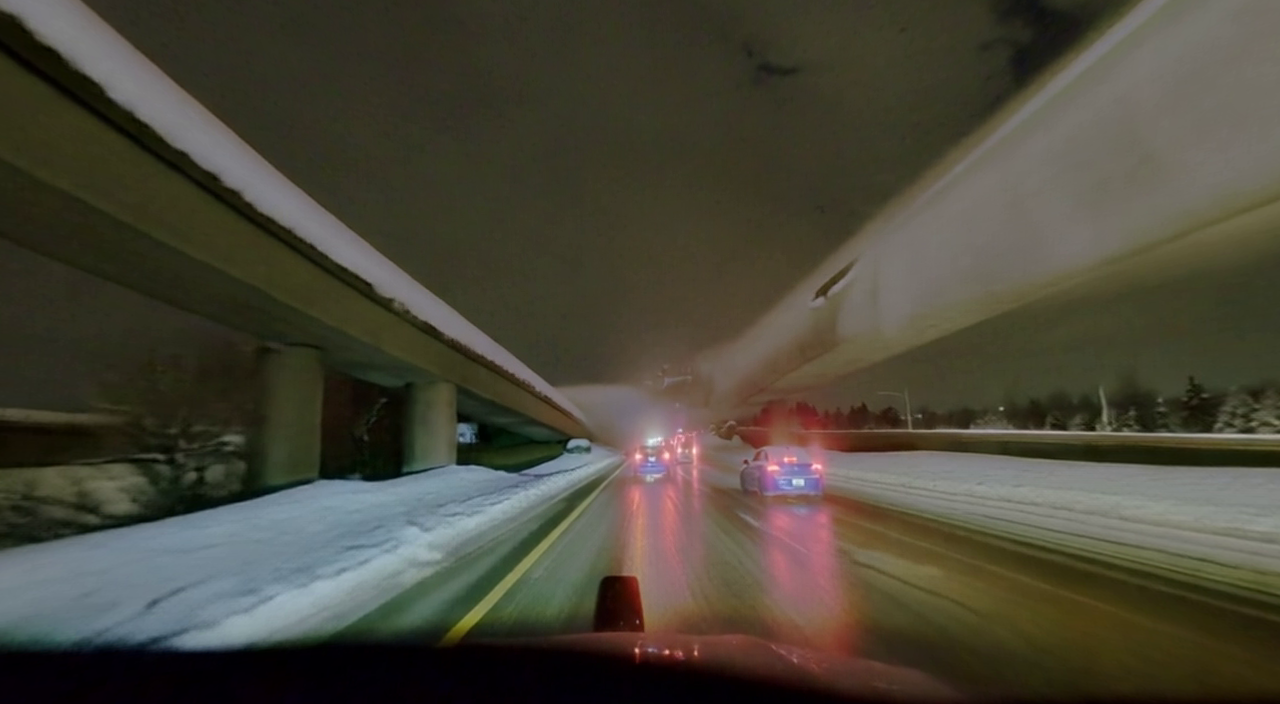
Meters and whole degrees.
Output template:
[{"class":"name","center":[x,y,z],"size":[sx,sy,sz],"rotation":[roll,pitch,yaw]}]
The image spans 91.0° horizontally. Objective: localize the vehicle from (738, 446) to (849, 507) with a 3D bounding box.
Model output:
[{"class":"vehicle","center":[4.189,3.449,17.934],"size":[2.047,1.500,4.017],"rotation":[0,-9,-2]}]

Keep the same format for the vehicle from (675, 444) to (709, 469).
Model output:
[{"class":"vehicle","center":[3.716,7.602,45.765],"size":[2.047,1.700,4.069],"rotation":[0,-9,-1]}]

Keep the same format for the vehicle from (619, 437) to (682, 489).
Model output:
[{"class":"vehicle","center":[0.359,4.346,24.968],"size":[2.264,1.841,4.583],"rotation":[0,-9,-1]}]
